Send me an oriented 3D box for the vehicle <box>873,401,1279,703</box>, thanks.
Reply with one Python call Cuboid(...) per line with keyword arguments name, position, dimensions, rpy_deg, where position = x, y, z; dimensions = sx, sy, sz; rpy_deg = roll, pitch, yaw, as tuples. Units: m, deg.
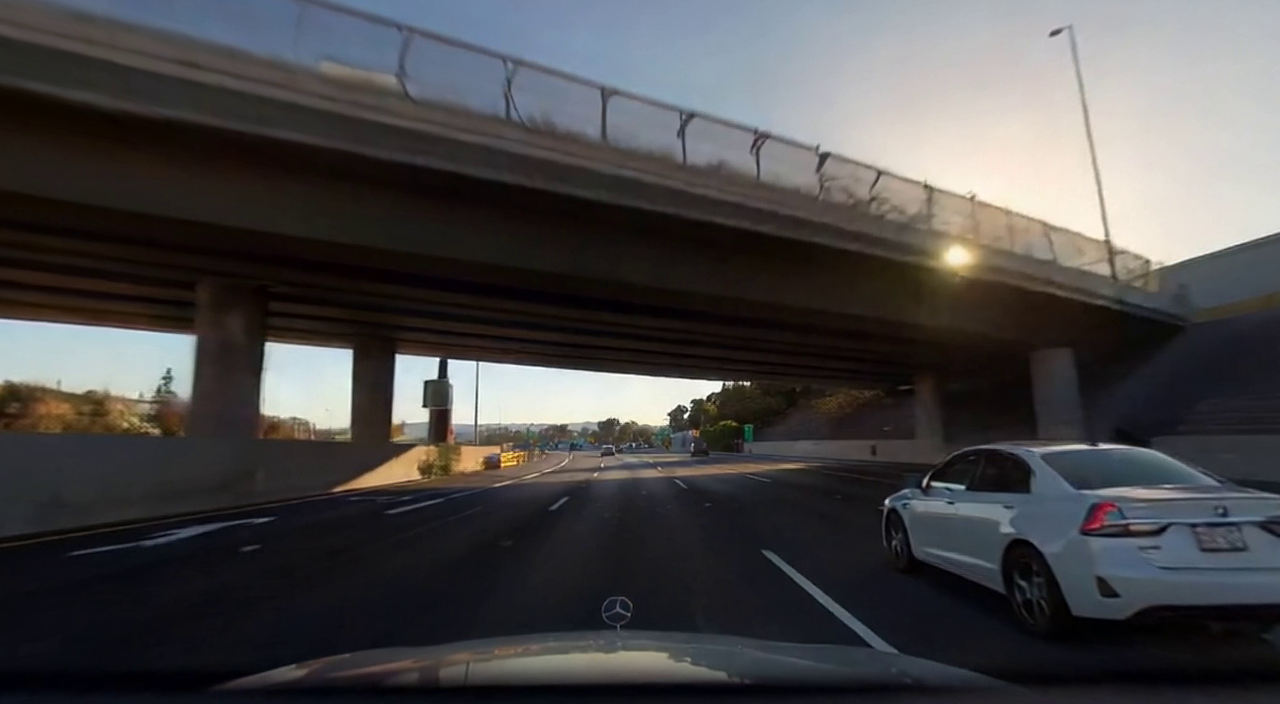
Cuboid(name="vehicle", position=(3.919, 1.287, 5.010), dimensions=(2.217, 1.477, 4.817), rpy_deg=(0, -8, -1))
